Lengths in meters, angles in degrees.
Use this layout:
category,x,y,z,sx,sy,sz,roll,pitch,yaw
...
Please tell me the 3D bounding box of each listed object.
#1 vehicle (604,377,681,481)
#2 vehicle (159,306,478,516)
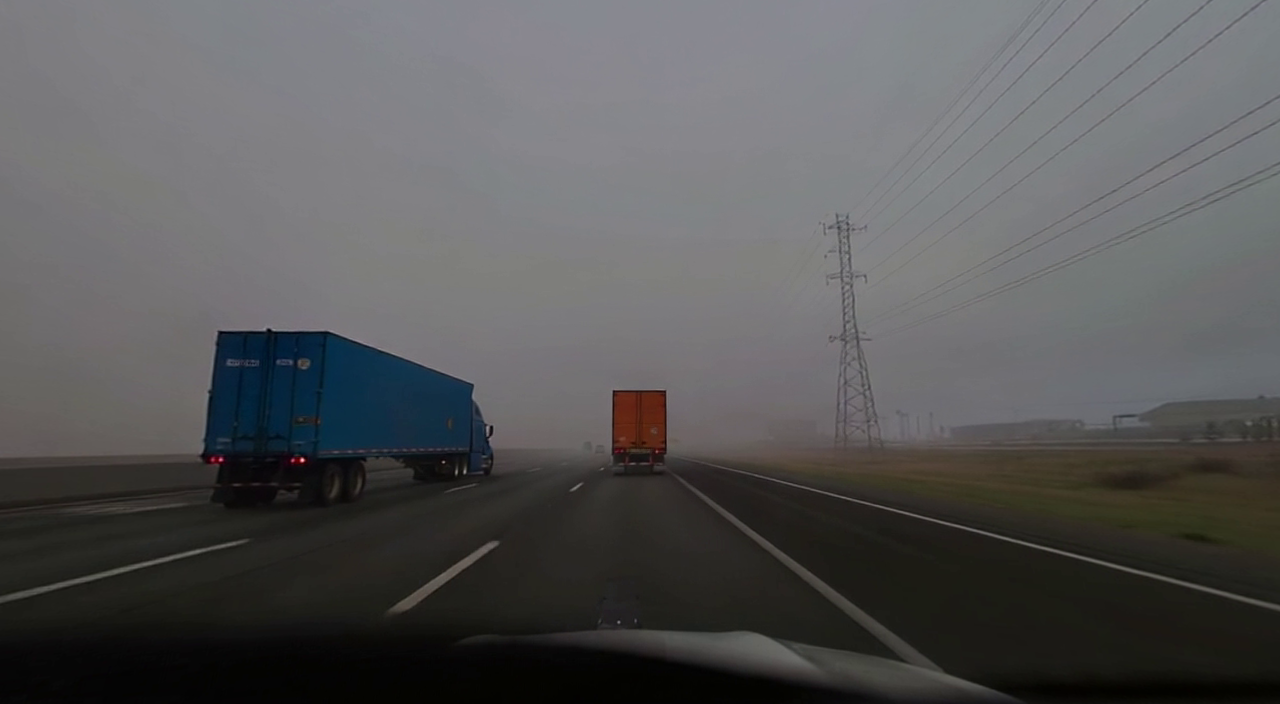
category,x,y,z,sx,sy,sz,roll,pitch,yaw
vehicle,0.025,3.612,28.599,2.858,3.847,10.034,0,-9,-1
vehicle,-7.464,1.905,17.562,2.937,3.981,11.119,-1,-9,0
